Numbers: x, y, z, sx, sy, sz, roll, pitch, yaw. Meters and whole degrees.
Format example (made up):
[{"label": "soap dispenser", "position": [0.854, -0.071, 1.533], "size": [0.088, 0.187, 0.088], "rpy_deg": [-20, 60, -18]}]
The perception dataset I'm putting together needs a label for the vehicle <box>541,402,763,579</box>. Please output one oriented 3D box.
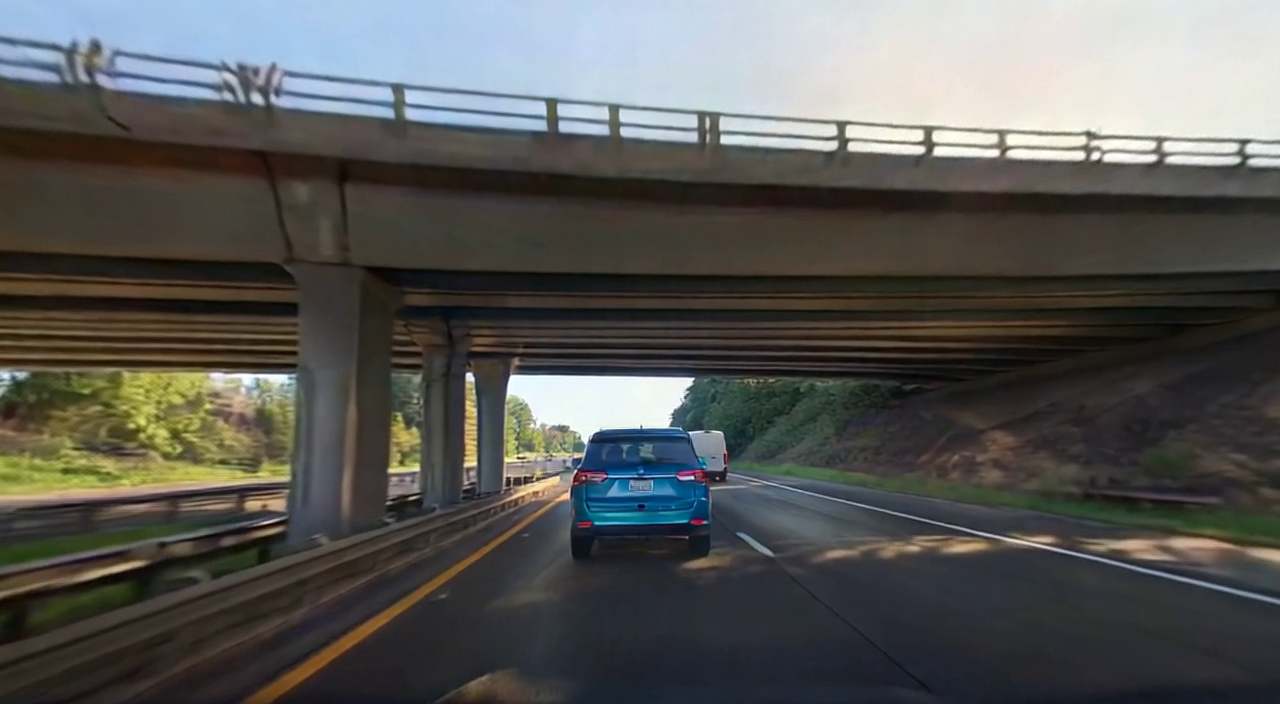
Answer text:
[{"label": "vehicle", "position": [0.129, 1.752, 8.629], "size": [2.288, 1.823, 4.059], "rpy_deg": [0, -9, 0]}]
